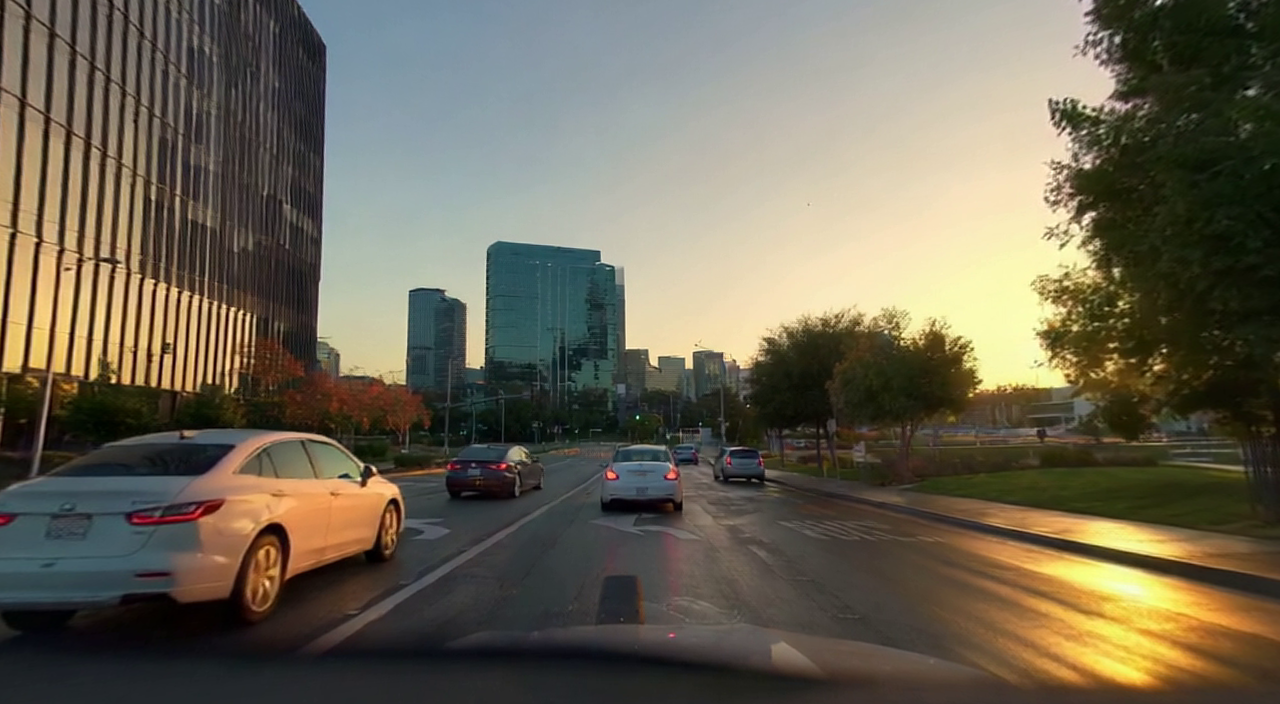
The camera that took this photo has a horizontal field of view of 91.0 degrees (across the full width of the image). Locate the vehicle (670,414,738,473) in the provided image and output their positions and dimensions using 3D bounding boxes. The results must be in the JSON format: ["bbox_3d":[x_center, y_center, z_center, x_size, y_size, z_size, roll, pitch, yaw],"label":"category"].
[{"bbox_3d":[3.925,6.151,42.066,3.074,3.316,12.953,0,-9,0],"label":"vehicle"}]

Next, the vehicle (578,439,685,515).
[{"bbox_3d":[-0.133,2.869,14.988,2.174,1.509,4.374,0,-9,1],"label":"vehicle"}]

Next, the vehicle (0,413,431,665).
[{"bbox_3d":[-3.665,1.460,6.009,1.933,1.520,4.195,0,-9,-1],"label":"vehicle"}]

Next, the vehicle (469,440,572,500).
[{"bbox_3d":[-3.335,3.402,18.618,2.044,1.508,4.479,0,-9,2],"label":"vehicle"}]

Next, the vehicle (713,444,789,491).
[{"bbox_3d":[3.887,4.110,22.819,1.940,1.514,4.187,0,-9,-1],"label":"vehicle"}]
